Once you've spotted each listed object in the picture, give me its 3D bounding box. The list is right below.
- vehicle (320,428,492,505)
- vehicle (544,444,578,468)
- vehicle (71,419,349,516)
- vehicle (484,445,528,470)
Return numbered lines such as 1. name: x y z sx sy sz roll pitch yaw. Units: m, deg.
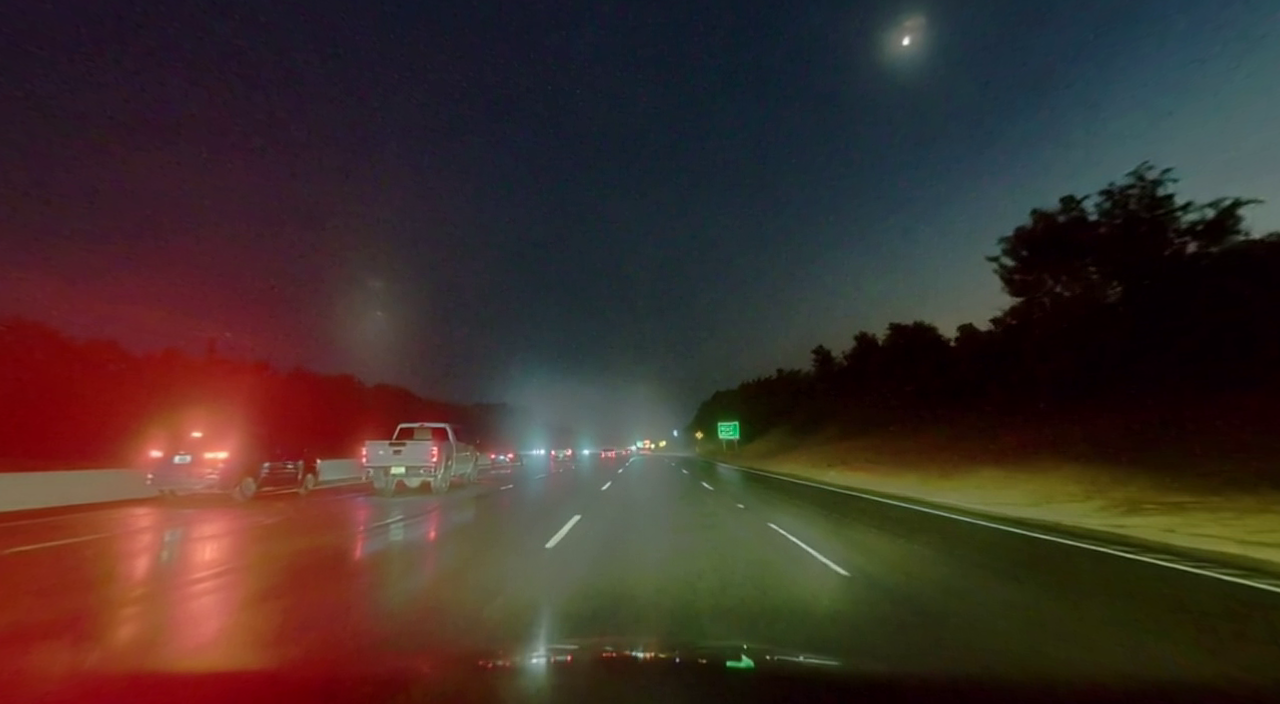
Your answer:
1. vehicle: -6.212 3.141 17.904 2.403 1.773 6.276 0 -8 1
2. vehicle: -6.042 7.961 48.631 2.009 1.735 4.358 0 -8 0
3. vehicle: -10.060 2.754 15.743 2.576 1.922 6.067 0 -8 1
4. vehicle: -9.528 7.524 45.232 2.060 1.662 4.469 0 -8 2
